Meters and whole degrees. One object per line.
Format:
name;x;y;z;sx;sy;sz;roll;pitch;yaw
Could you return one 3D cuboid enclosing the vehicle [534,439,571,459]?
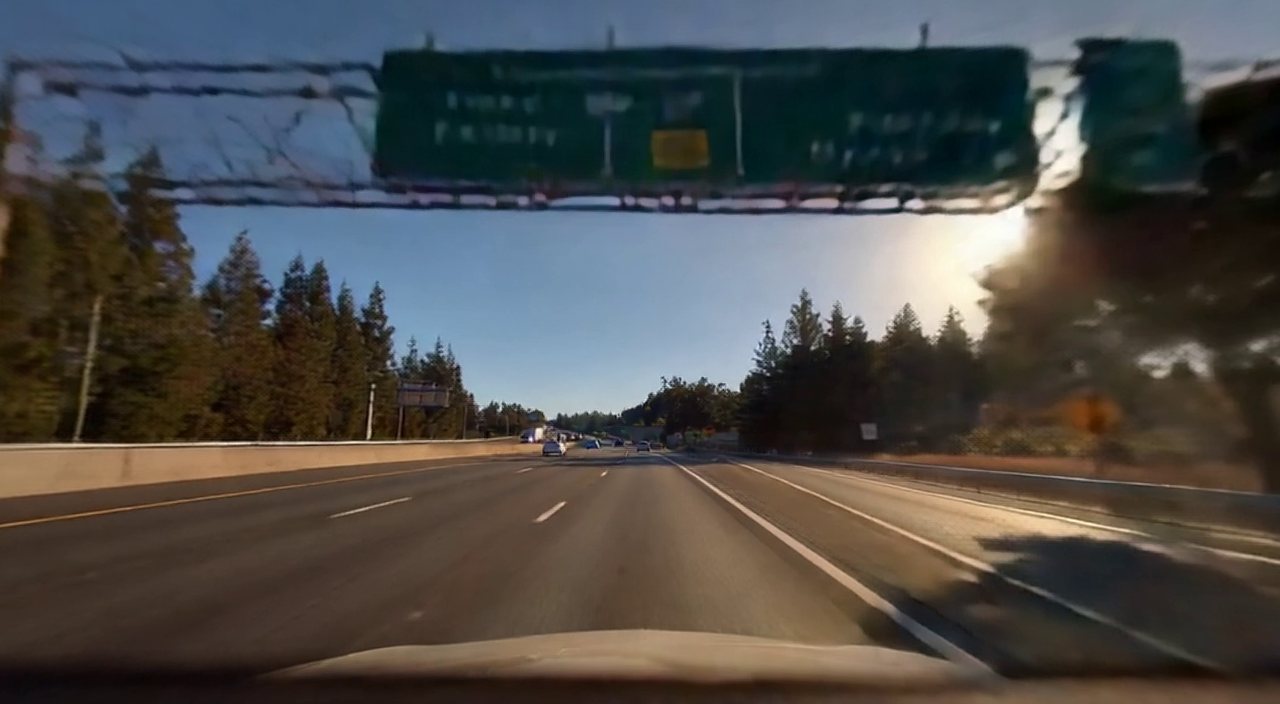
vehicle;-6.668;7.435;48.475;2.025;1.494;4.495;0;-8;2
